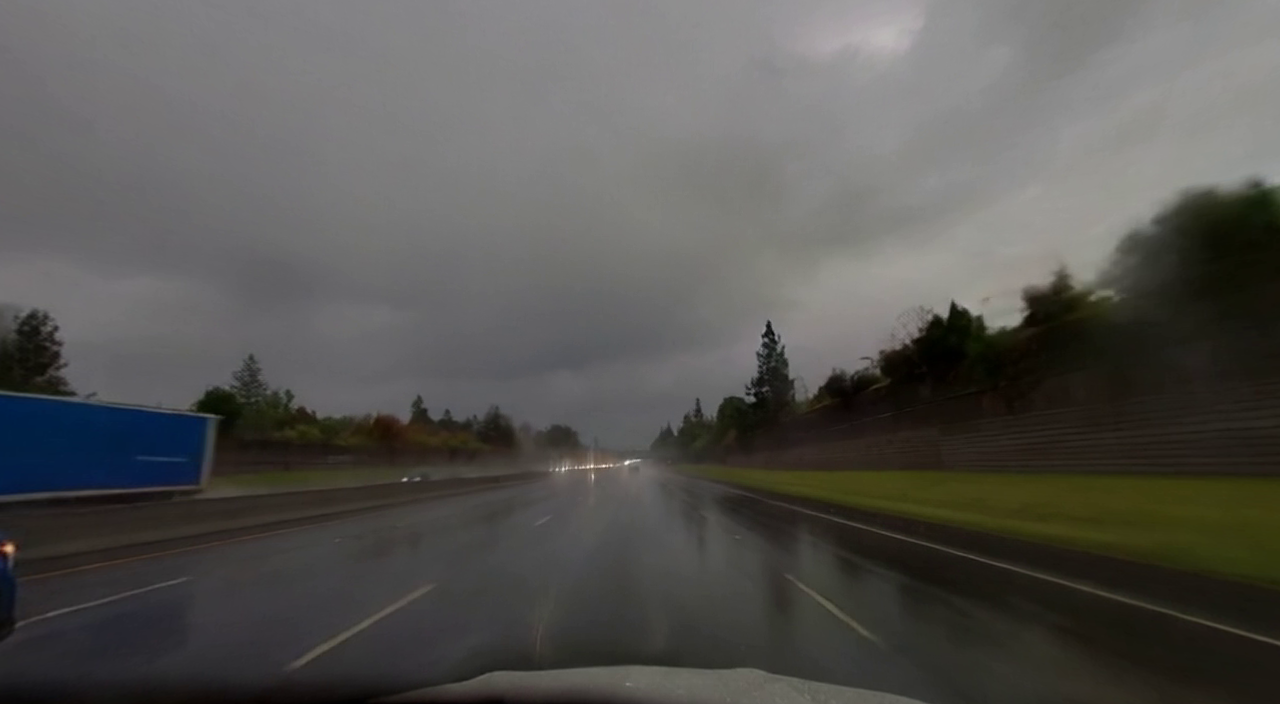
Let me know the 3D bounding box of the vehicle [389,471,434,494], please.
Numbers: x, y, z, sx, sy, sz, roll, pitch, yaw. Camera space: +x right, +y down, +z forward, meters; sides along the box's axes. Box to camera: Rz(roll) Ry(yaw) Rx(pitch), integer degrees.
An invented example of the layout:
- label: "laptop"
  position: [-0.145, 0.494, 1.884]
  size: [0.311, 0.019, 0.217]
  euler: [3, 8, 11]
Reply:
- label: "vehicle"
  position: [-16.793, 9.601, 46.497]
  size: [1.847, 1.527, 4.084]
  euler: [1, -10, -1]

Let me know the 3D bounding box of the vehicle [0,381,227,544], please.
- label: "vehicle"
  position: [-17.662, 3.056, 17.412]
  size: [2.890, 4.047, 14.234]
  euler: [1, -10, 0]

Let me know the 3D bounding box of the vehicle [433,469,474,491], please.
- label: "vehicle"
  position: [-13.323, 9.186, 45.266]
  size: [1.776, 1.460, 3.883]
  euler: [1, -10, 0]
